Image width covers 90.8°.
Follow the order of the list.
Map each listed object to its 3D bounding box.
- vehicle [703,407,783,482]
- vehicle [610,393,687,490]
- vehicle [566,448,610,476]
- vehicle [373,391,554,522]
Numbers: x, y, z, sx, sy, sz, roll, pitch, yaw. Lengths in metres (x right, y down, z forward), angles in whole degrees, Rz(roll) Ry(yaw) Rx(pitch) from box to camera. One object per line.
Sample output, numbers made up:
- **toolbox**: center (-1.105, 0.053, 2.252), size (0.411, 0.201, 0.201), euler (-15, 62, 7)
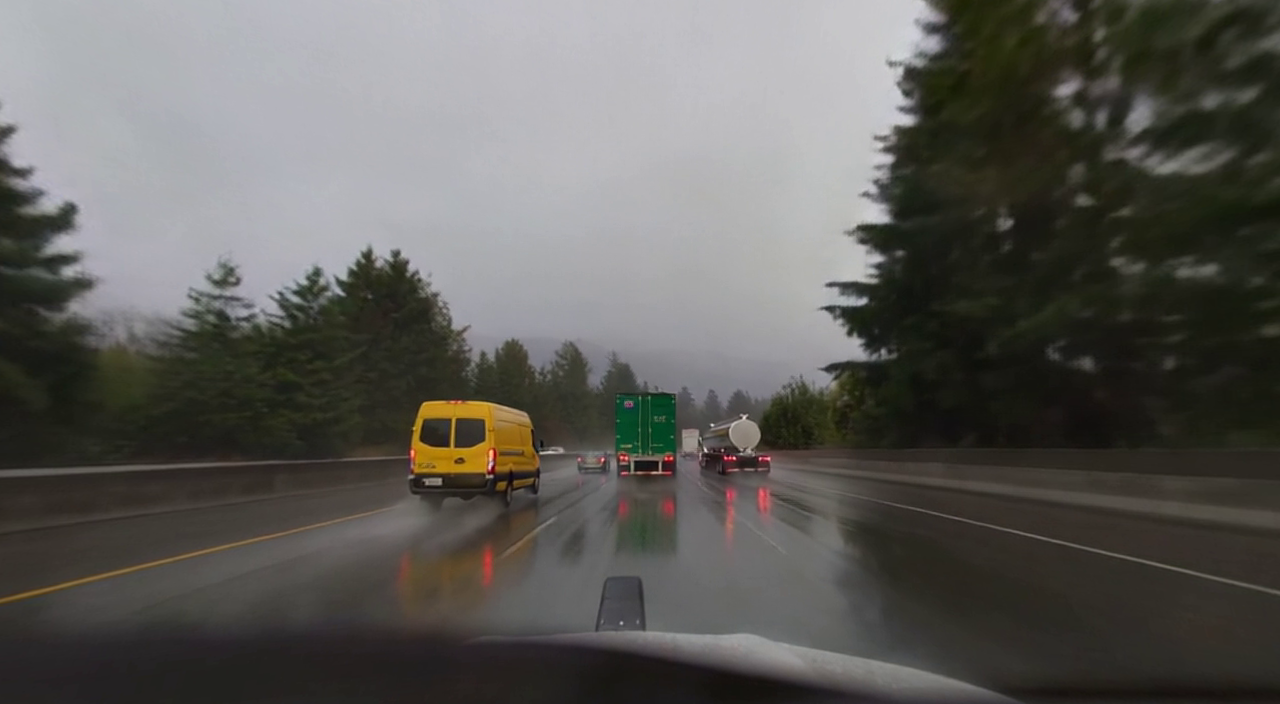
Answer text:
- **vehicle**: center (5.451, 5.257, 35.612), size (2.706, 3.500, 11.483), euler (0, -9, 1)
- **vehicle**: center (0.162, 3.985, 27.440), size (2.773, 3.455, 9.118), euler (0, -9, -2)
- **vehicle**: center (-3.179, 6.842, 39.467), size (2.134, 1.652, 4.439), euler (0, -9, 3)
- **vehicle**: center (-3.919, 2.547, 15.696), size (2.525, 2.572, 6.260), euler (0, -9, 1)
